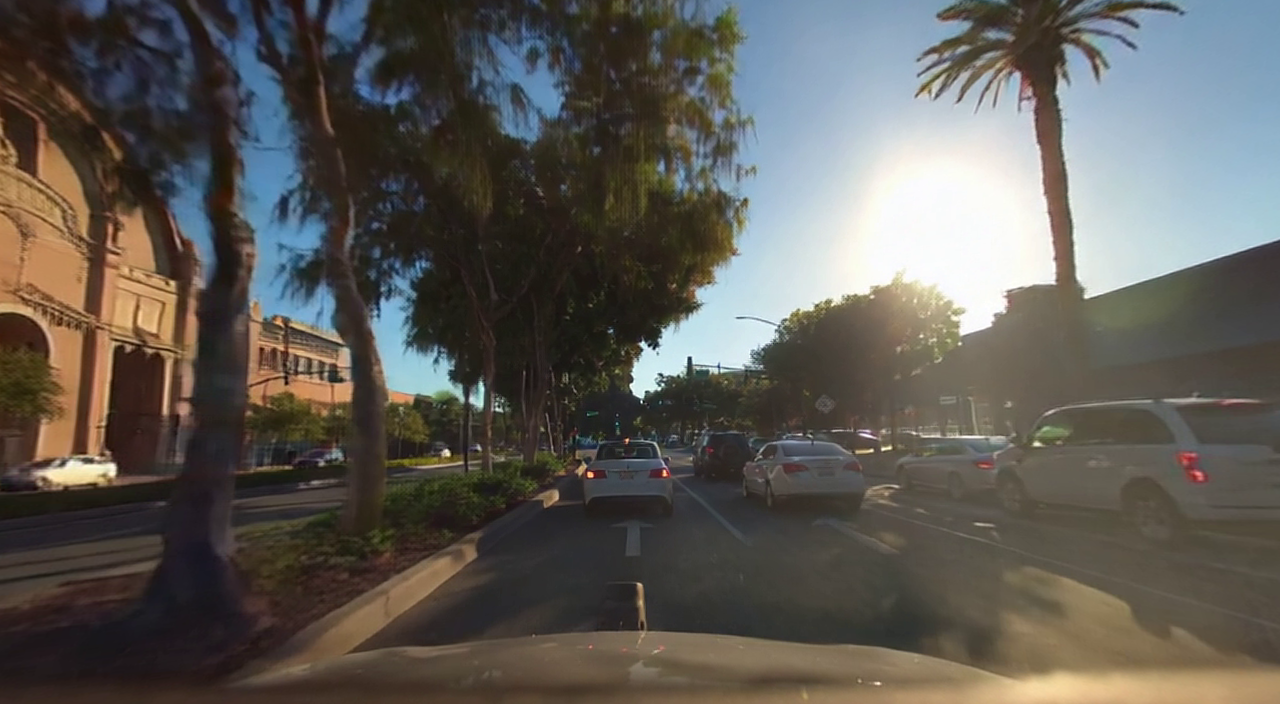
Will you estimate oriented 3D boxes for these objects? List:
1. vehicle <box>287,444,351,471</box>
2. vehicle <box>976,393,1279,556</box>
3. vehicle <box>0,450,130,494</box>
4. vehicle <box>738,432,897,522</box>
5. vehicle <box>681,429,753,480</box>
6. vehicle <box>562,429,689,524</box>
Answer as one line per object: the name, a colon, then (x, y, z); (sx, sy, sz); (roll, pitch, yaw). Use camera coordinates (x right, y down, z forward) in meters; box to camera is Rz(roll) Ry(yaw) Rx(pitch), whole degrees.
vehicle: (-21.379, 7.055, 42.318); (1.958, 1.675, 4.389); (0, -8, 0)
vehicle: (8.023, 1.762, 10.180); (2.200, 1.933, 5.123); (0, -7, -2)
vehicle: (-24.429, 5.017, 26.797); (1.870, 1.636, 4.375); (0, -8, 0)
vehicle: (3.248, 2.374, 12.546); (1.833, 1.465, 4.258); (0, -8, -1)
vehicle: (3.137, 4.429, 27.640); (2.127, 1.854, 7.971); (0, -8, 0)
vehicle: (-0.257, 2.305, 12.190); (2.050, 1.521, 3.747); (0, -8, -1)
